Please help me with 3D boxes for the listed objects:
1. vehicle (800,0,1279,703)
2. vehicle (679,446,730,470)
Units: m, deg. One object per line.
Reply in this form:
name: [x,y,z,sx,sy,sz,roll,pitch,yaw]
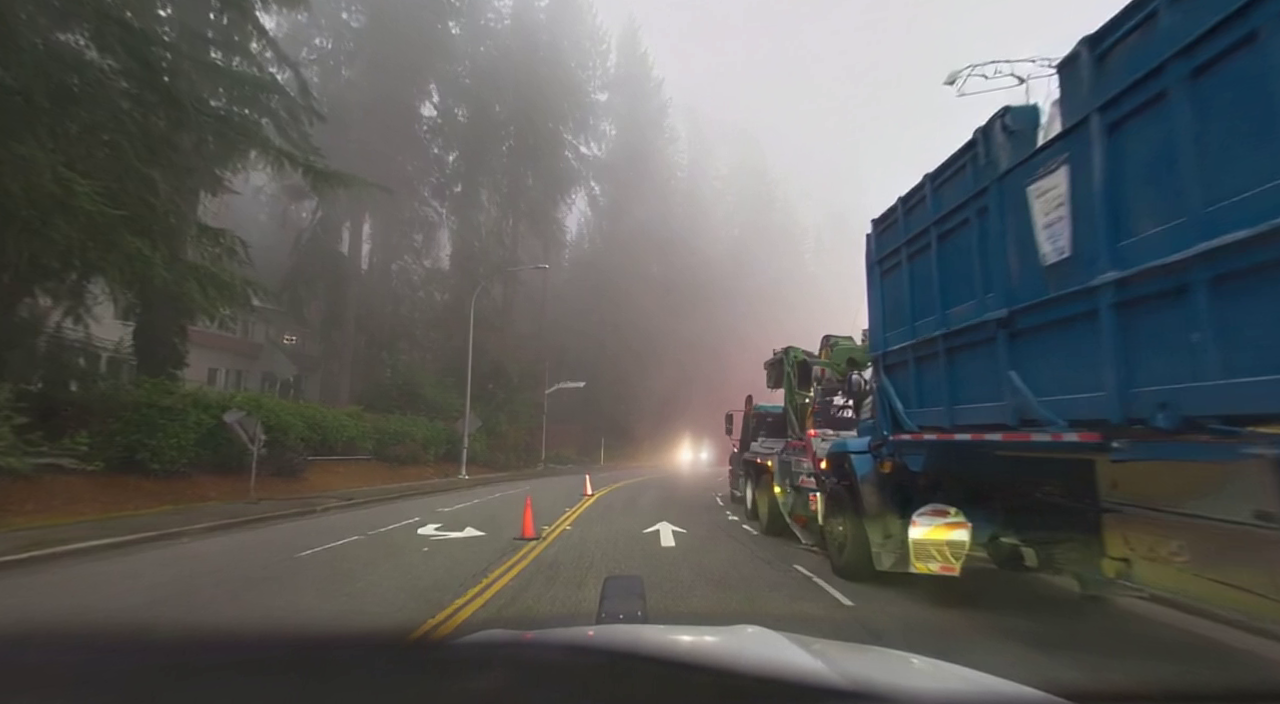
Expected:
vehicle: [3.436,0.238,3.305,3.083,3.321,8.020,0,-9,0]
vehicle: [4.524,7.320,43.783,1.945,1.494,4.201,-4,-10,29]
